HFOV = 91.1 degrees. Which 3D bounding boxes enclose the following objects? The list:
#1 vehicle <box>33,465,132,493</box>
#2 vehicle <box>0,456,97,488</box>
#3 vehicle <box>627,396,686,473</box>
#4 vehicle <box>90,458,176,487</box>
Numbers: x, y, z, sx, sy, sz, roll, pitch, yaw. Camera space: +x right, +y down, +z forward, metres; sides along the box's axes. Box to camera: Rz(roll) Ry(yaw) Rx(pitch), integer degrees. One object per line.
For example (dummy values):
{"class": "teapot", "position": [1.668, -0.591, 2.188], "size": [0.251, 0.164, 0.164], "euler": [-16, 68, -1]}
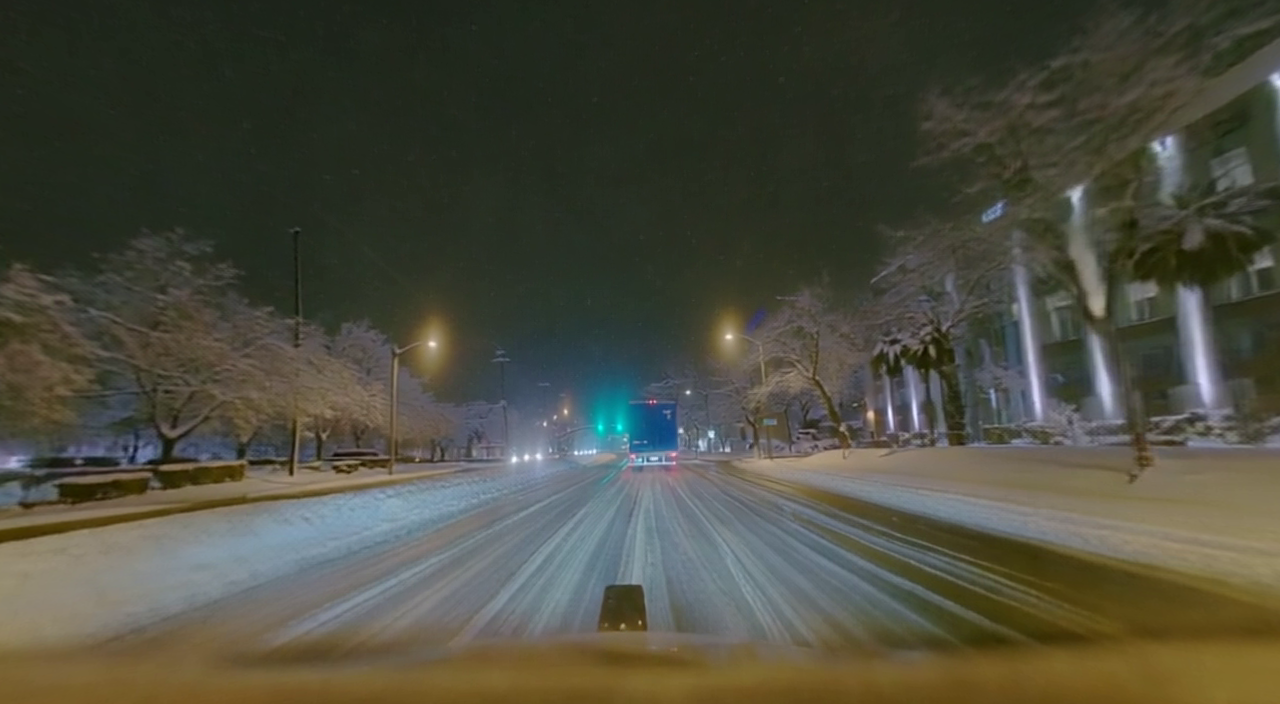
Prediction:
{"class": "vehicle", "position": [-34.207, 7.771, 38.574], "size": [4.296, 1.513, 1.825], "euler": [0, -7, 1]}
{"class": "vehicle", "position": [-39.090, 7.872, 41.248], "size": [4.931, 1.941, 1.888], "euler": [0, -8, 0]}
{"class": "vehicle", "position": [0.740, 5.135, 38.254], "size": [2.992, 3.949, 11.815], "euler": [0, -9, -1]}
{"class": "vehicle", "position": [-33.539, 7.957, 41.588], "size": [4.128, 1.603, 1.853], "euler": [-3, -9, 1]}
